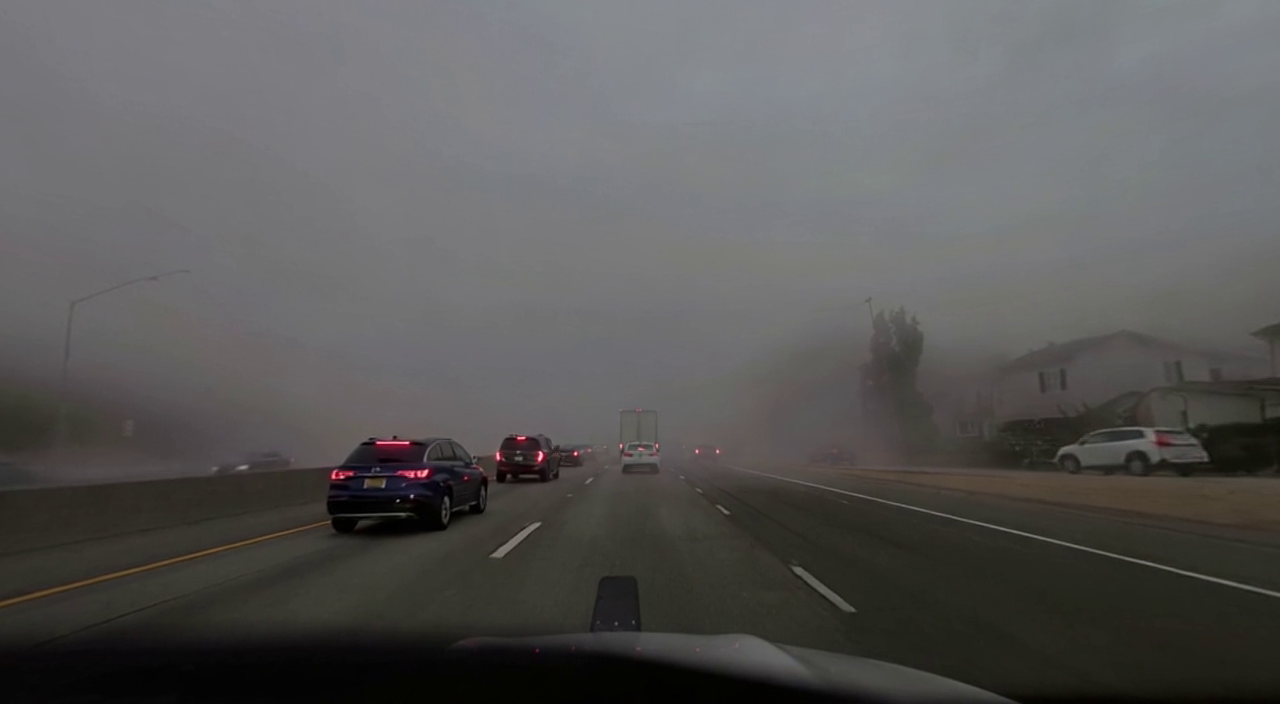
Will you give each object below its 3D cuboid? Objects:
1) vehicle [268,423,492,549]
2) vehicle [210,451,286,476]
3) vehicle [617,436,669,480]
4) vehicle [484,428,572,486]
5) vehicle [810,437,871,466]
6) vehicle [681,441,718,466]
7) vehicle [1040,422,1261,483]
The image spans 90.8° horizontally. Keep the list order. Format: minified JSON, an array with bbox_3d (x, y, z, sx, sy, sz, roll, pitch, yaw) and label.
[{"bbox_3d":[-3.956,2.105,10.523,1.988,1.668,4.021,0,-9,0],"label":"vehicle"},{"bbox_3d":[-25.149,7.149,40.736,1.873,1.483,4.451,-1,-9,4],"label":"vehicle"},{"bbox_3d":[0.113,4.514,27.091,2.063,1.703,4.203,0,-9,0],"label":"vehicle"},{"bbox_3d":[-4.119,4.004,24.261,2.301,1.944,5.482,0,-9,1],"label":"vehicle"},{"bbox_3d":[12.328,6.126,39.107,2.048,1.674,4.106,1,-9,-6],"label":"vehicle"},{"bbox_3d":[3.934,6.797,42.506,2.027,1.554,4.252,0,-9,-1],"label":"vehicle"},{"bbox_3d":[14.095,2.836,17.949,1.905,1.490,4.826,1,-9,-6],"label":"vehicle"}]
